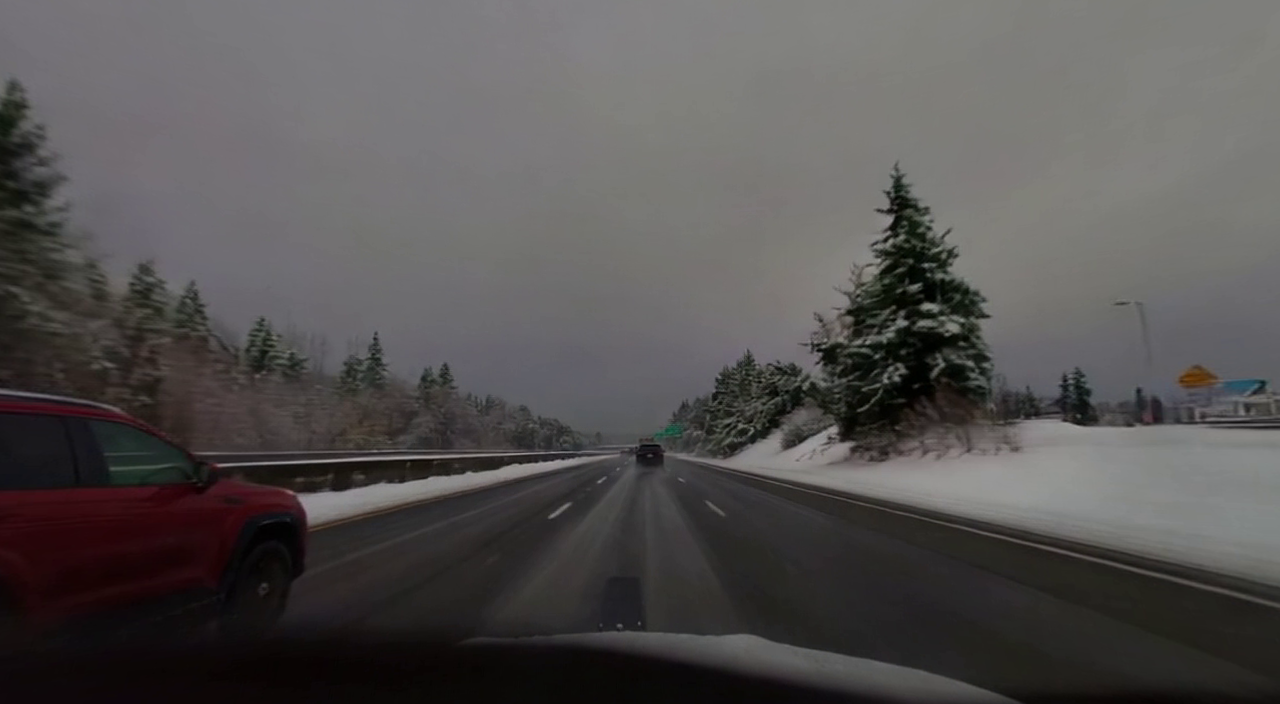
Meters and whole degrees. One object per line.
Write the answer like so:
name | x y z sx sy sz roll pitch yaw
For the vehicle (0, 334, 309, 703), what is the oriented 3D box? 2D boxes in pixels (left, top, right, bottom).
vehicle | -3.875 0.859 2.893 2.139 1.804 4.611 0 -9 1

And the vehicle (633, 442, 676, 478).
vehicle | 0.705 5.571 32.732 2.087 1.682 4.388 0 -9 0
